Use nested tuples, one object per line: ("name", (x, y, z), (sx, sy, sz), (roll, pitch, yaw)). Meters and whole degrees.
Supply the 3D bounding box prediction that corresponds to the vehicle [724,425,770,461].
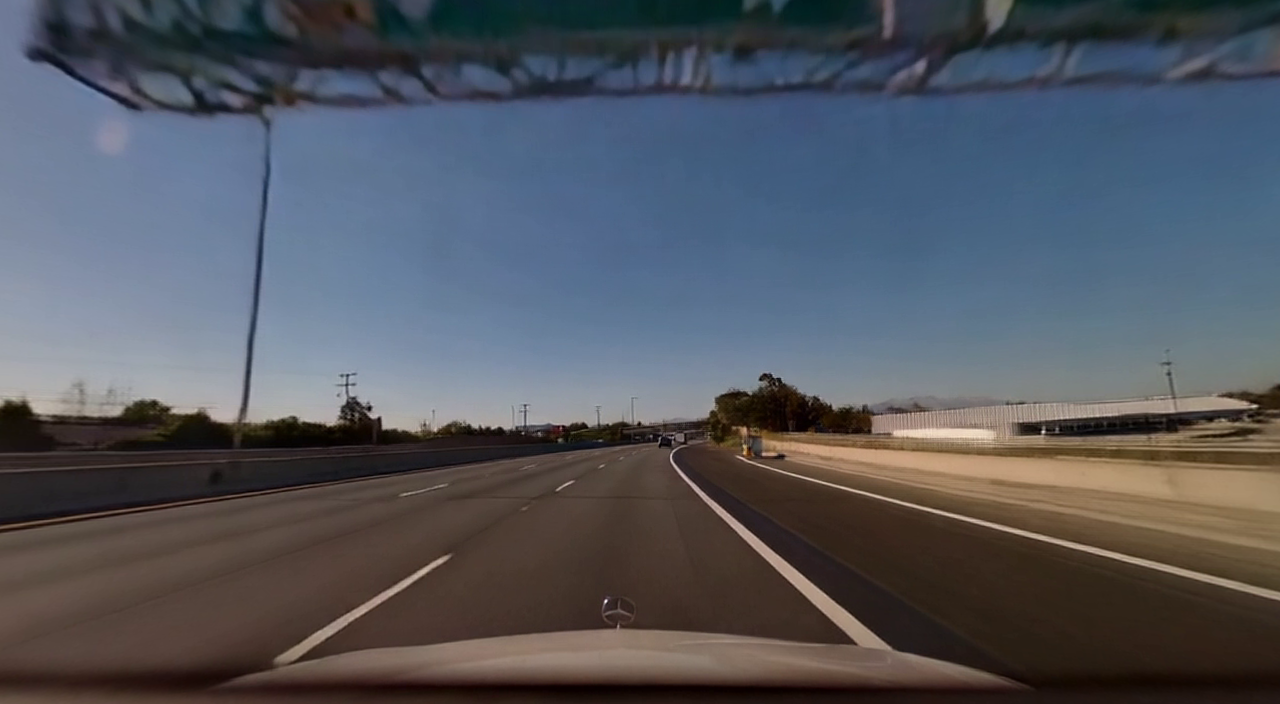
("vehicle", (6.319, 5.406, 37.578), (1.914, 2.013, 4.041), (0, -8, -2))
